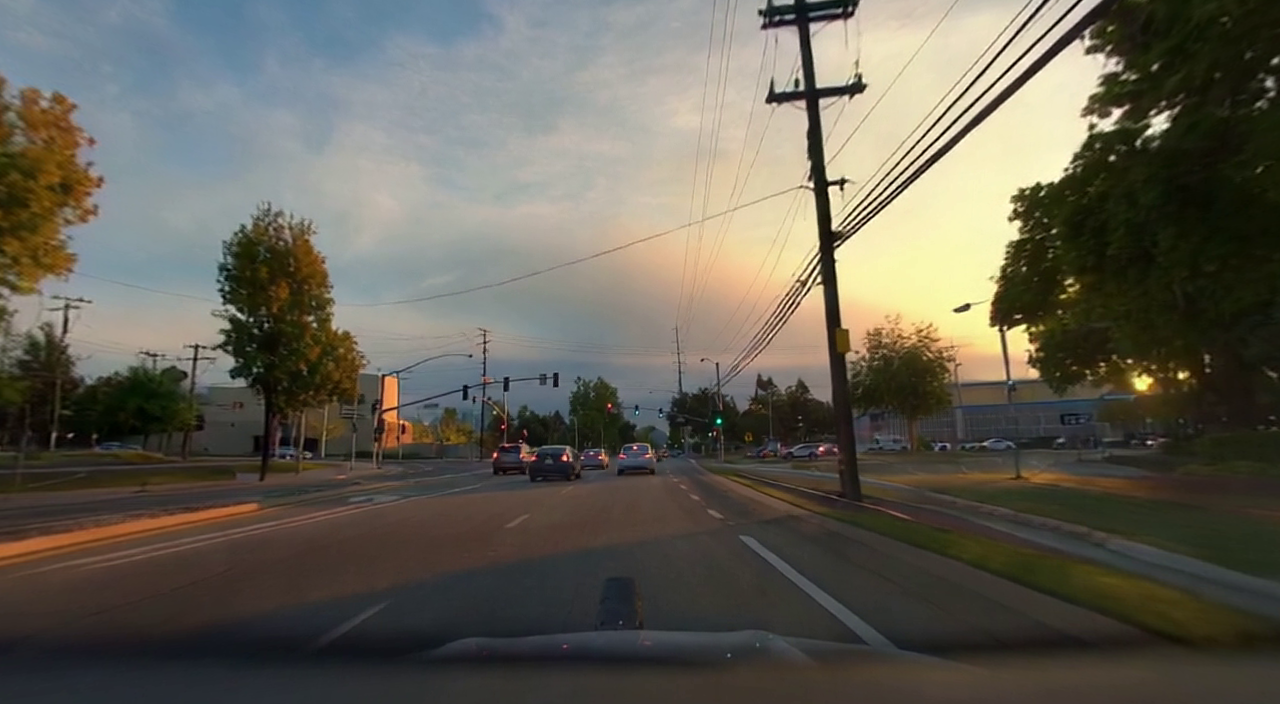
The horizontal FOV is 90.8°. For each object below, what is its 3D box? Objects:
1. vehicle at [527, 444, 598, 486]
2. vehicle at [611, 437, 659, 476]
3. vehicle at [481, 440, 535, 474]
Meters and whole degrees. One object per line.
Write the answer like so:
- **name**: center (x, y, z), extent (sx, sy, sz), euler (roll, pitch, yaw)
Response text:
- **vehicle**: center (-2.936, 4.368, 24.874), extent (2.064, 1.464, 4.373), euler (0, -8, 2)
- **vehicle**: center (-0.196, 5.302, 32.289), extent (2.276, 1.850, 3.897), euler (0, -8, 2)
- **vehicle**: center (-7.064, 5.631, 34.199), extent (1.860, 1.754, 4.089), euler (0, -8, 3)
